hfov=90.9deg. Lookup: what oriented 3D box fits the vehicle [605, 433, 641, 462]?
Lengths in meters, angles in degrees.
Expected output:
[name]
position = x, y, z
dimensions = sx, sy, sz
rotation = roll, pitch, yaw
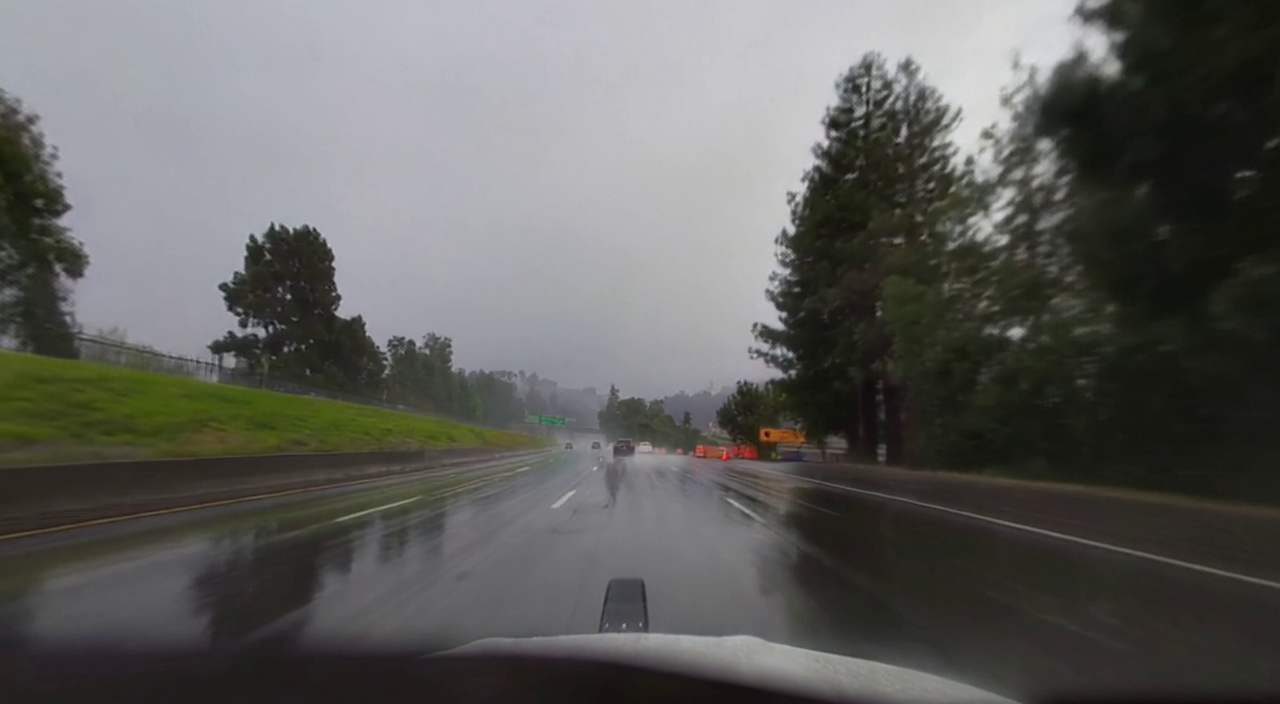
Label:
[vehicle]
position = -1.231, 6.470, 42.995
dimensions = 2.328, 1.805, 4.502
rotation = 0, -8, -3
